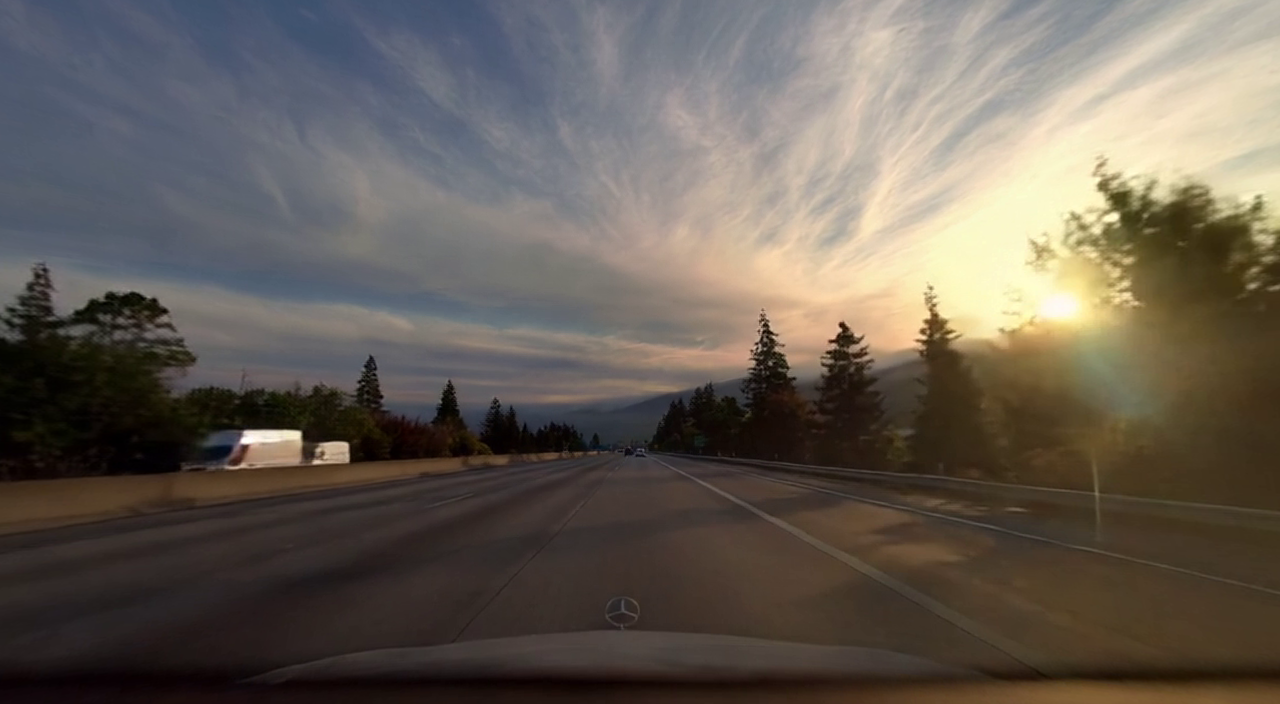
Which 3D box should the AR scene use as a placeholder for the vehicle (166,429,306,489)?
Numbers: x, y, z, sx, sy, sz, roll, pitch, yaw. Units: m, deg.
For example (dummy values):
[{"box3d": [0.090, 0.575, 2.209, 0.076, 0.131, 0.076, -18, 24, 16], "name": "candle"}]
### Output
[{"box3d": [-19.750, 5.271, 31.456, 2.271, 2.580, 7.002, 0, -9, 0], "name": "vehicle"}]
